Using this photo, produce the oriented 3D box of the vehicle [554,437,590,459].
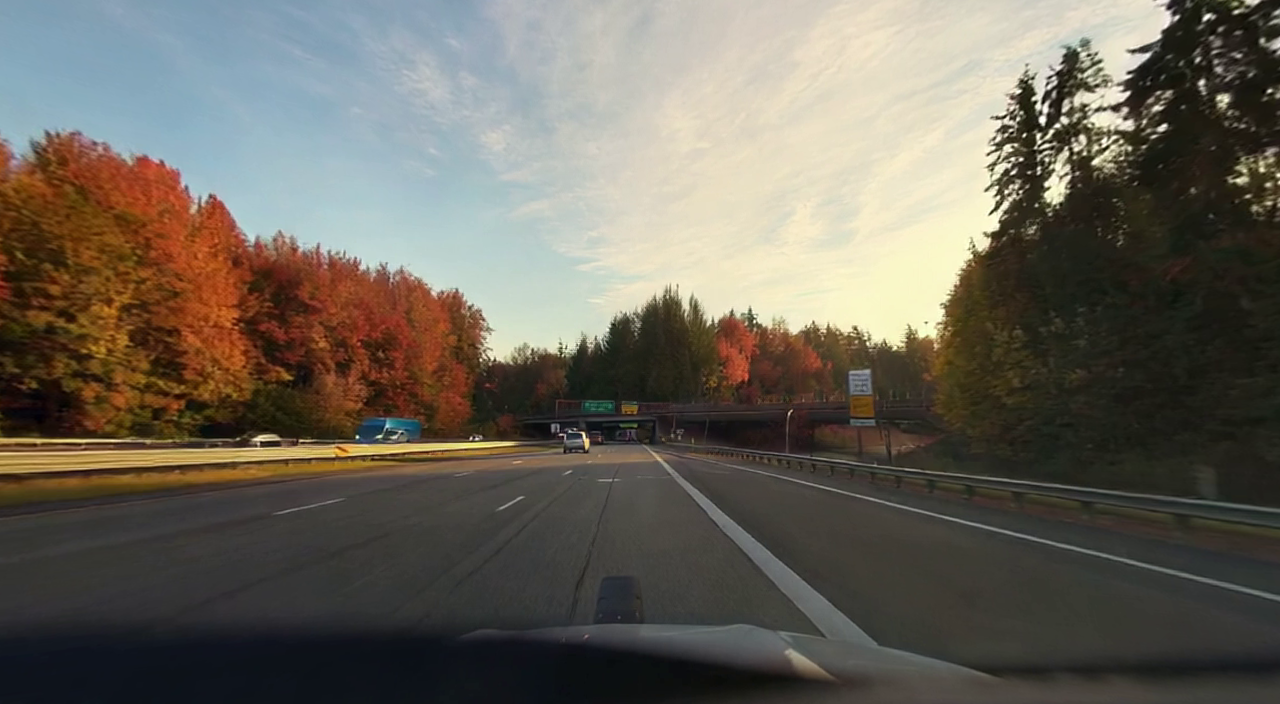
[{"bbox_3d":[-4.911,6.961,45.773,2.162,1.491,4.062,0,-8,0],"label":"vehicle"}]
